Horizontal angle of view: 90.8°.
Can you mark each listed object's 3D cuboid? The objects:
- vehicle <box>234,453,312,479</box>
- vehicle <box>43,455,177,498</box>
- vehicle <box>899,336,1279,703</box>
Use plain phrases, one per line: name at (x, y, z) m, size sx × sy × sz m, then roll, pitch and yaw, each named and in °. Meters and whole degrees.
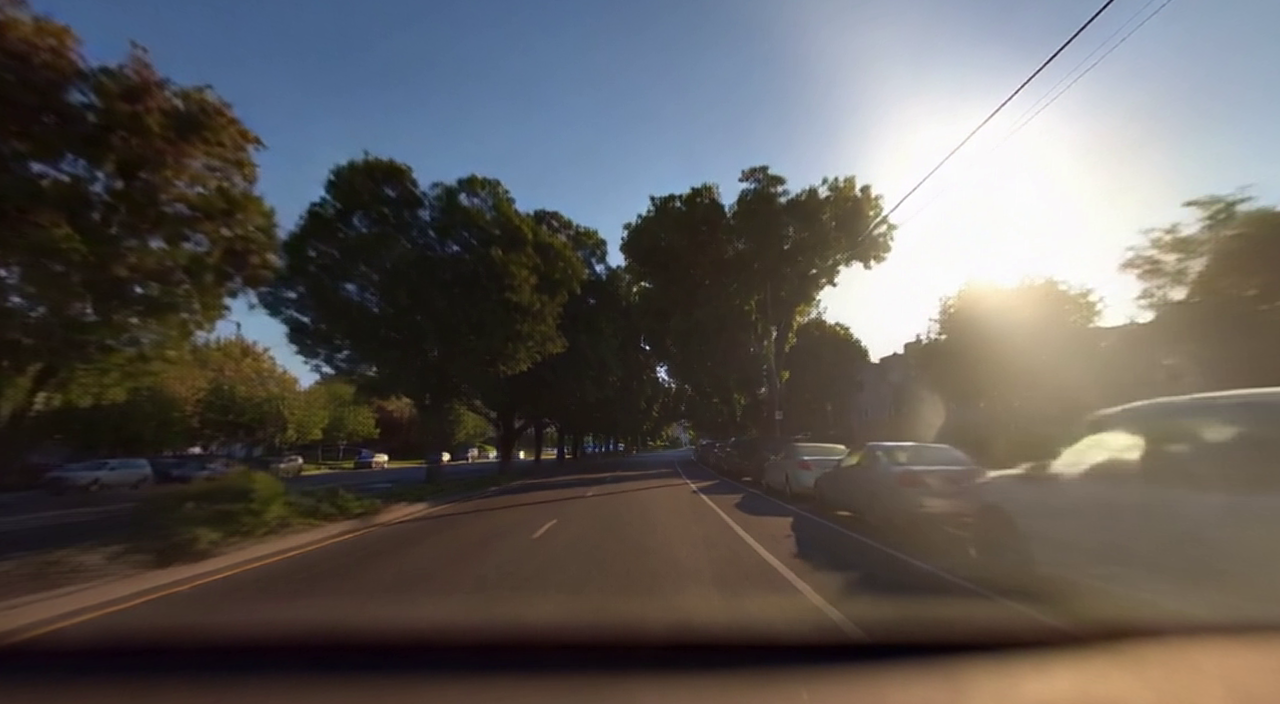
vehicle at (-23.039, 7.166, 39.902) m, size 1.915 × 1.492 × 4.565 m, roll -1°, pitch -9°, yaw 4°
vehicle at (-23.566, 5.508, 28.393) m, size 1.967 × 1.467 × 4.769 m, roll -2°, pitch -7°, yaw 0°
vehicle at (4.102, 1.076, 4.558) m, size 2.057 × 1.846 × 5.475 m, roll 0°, pitch -9°, yaw -1°
